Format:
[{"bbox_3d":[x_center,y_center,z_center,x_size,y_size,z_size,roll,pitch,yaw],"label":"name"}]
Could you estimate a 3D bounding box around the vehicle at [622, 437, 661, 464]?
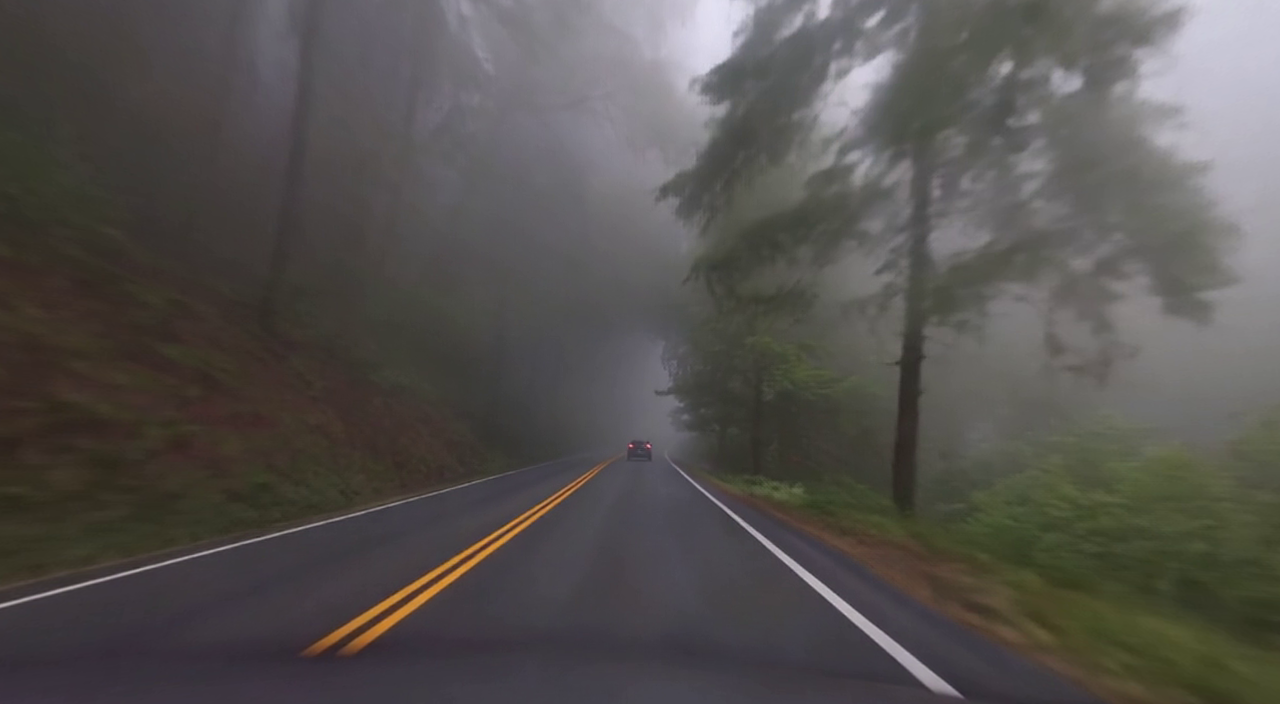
[{"bbox_3d":[0.088,5.781,37.244,2.120,1.491,4.349,0,-8,0],"label":"vehicle"}]
